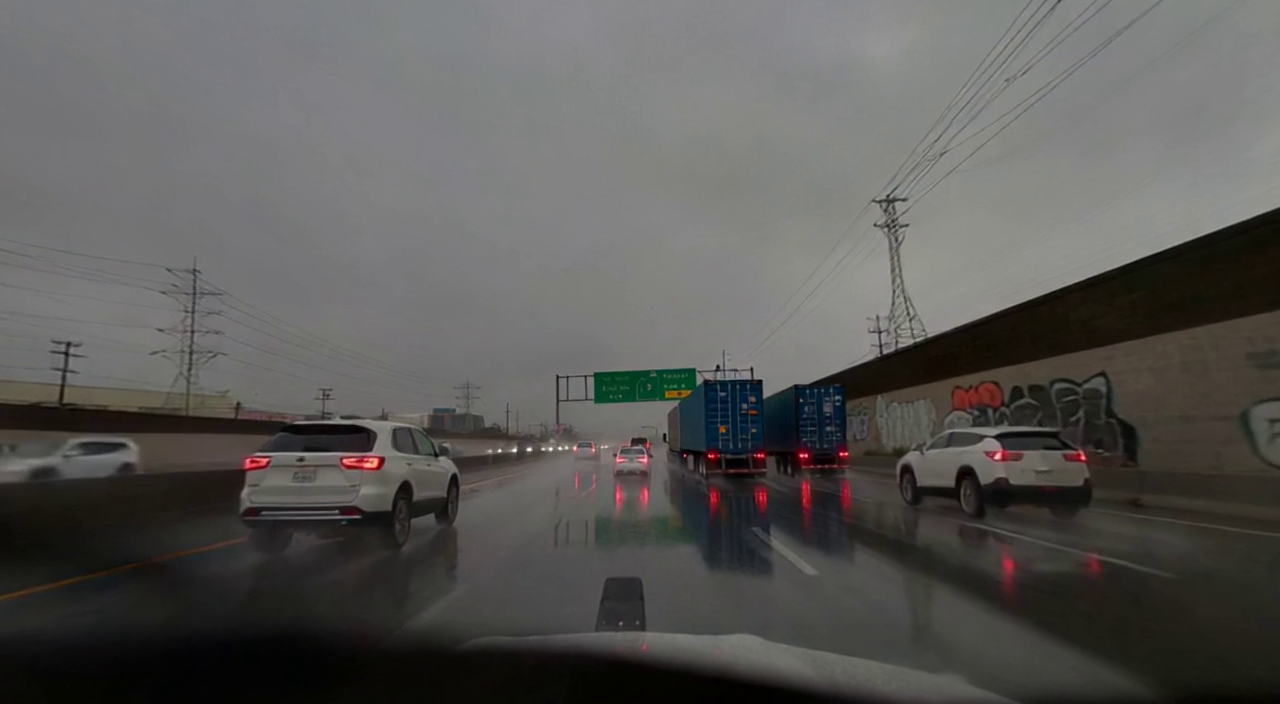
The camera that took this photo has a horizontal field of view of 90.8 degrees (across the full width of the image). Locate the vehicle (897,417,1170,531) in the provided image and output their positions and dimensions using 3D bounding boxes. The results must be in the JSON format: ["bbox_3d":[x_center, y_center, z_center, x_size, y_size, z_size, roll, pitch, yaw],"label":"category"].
[{"bbox_3d":[7.002,2.223,12.076,2.202,1.731,4.628,0,-9,0],"label":"vehicle"}]

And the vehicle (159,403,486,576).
[{"bbox_3d":[-3.925,1.801,9.046,2.264,1.804,4.584,0,-9,0],"label":"vehicle"}]

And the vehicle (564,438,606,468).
[{"bbox_3d":[-3.506,6.571,41.233,2.243,1.820,4.473,0,-9,1],"label":"vehicle"}]

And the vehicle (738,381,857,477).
[{"bbox_3d":[7.664,4.212,33.137,2.868,4.017,12.827,0,-9,0],"label":"vehicle"}]

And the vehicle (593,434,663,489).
[{"bbox_3d":[-0.395,3.753,21.932,2.191,1.685,4.015,0,-9,0],"label":"vehicle"}]

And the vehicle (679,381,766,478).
[{"bbox_3d":[3.840,4.220,33.062,2.800,4.039,13.179,0,-9,0],"label":"vehicle"}]

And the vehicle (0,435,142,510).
[{"bbox_3d":[-14.789,2.834,15.140,2.098,1.584,4.414,0,-9,0],"label":"vehicle"}]
